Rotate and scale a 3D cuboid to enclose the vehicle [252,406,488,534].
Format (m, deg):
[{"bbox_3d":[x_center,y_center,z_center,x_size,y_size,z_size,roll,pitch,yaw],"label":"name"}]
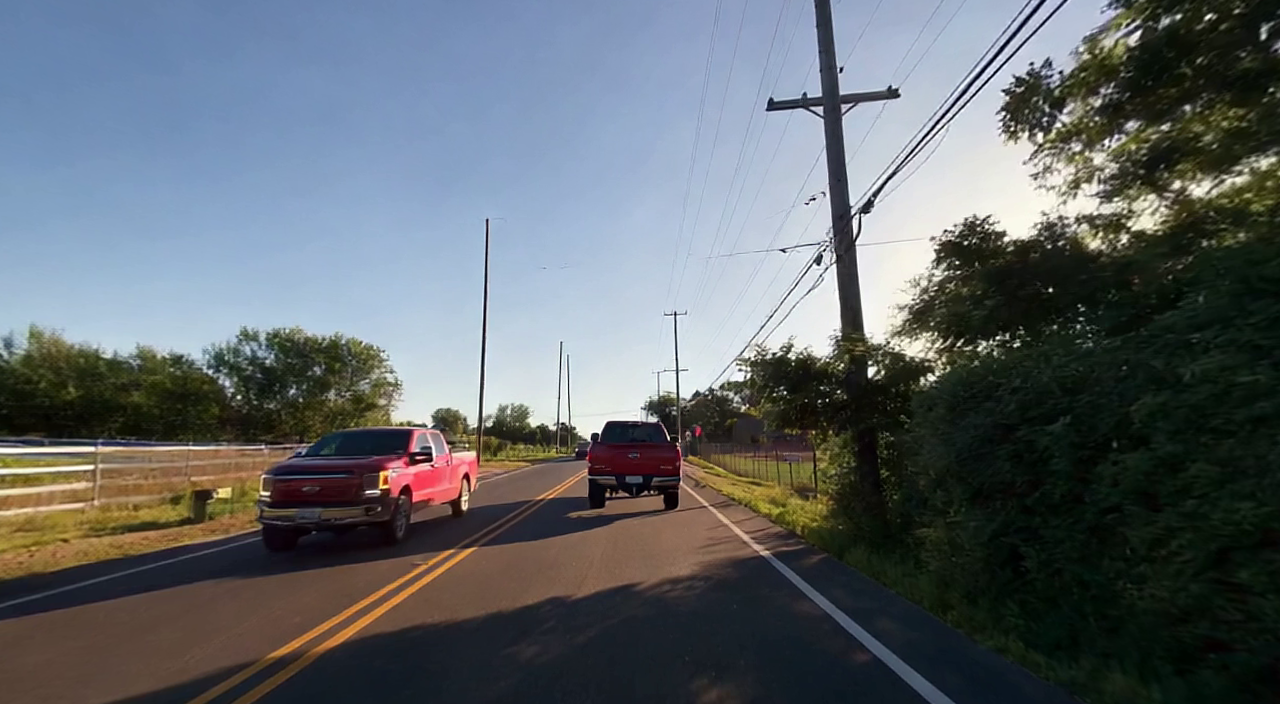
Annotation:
[{"bbox_3d":[-4.650,2.132,11.977,2.346,1.907,4.757,0,-8,0],"label":"vehicle"}]

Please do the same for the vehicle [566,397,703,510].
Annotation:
[{"bbox_3d":[-0.174,2.439,15.479,2.693,2.223,5.885,0,-8,-1],"label":"vehicle"}]
